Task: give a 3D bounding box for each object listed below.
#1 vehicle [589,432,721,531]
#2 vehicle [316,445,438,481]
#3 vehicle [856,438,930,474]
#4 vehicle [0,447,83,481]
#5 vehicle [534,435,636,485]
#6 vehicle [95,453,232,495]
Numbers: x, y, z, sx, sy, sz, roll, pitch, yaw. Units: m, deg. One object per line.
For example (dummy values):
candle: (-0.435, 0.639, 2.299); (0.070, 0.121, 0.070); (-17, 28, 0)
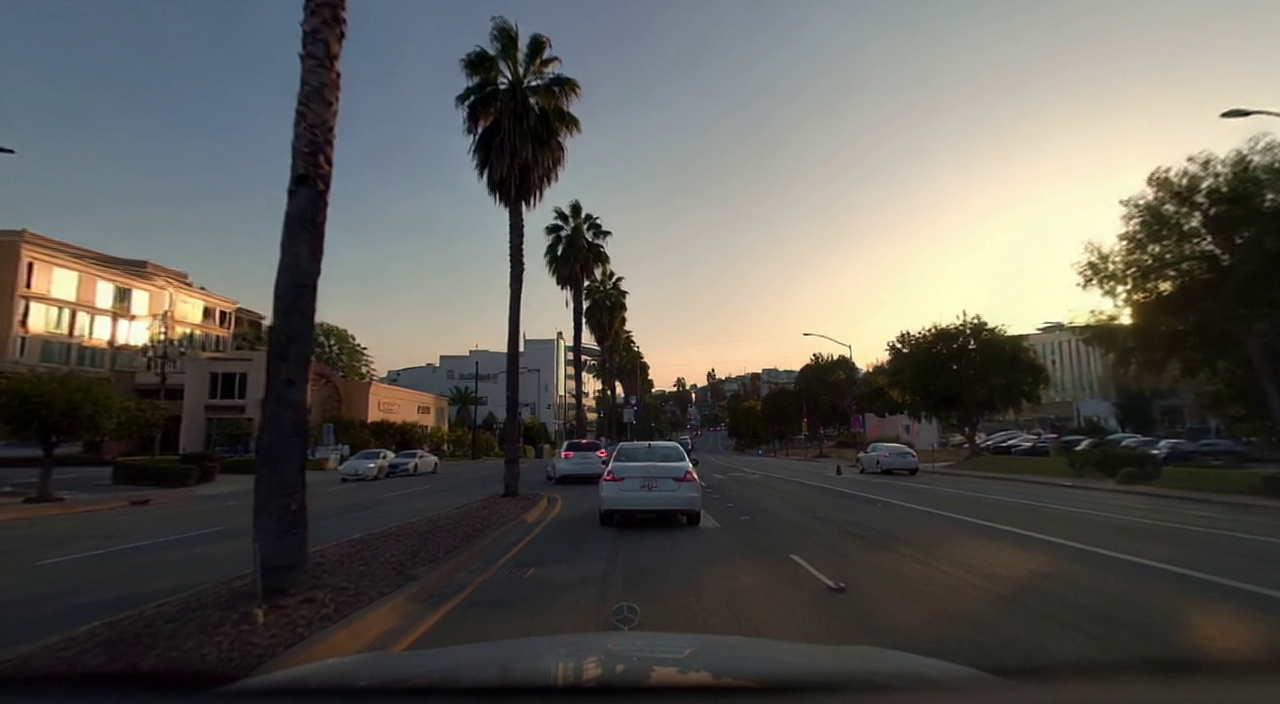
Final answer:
vehicle: (0.179, 2.284, 11.791); (1.986, 1.473, 4.382); (0, -9, -1)
vehicle: (-11.679, 4.909, 28.190); (4.585, 1.479, 2.088); (-2, -9, 13)
vehicle: (14.104, 5.816, 35.542); (2.131, 1.832, 5.203); (0, -9, 2)
vehicle: (-28.694, 5.162, 29.352); (4.287, 1.509, 1.972); (-2, -9, 13)
vehicle: (-2.043, 3.755, 22.264); (2.095, 1.552, 4.457); (4, -9, -26)
vehicle: (-18.002, 4.565, 23.914); (4.071, 1.442, 1.948); (-2, -9, 16)
